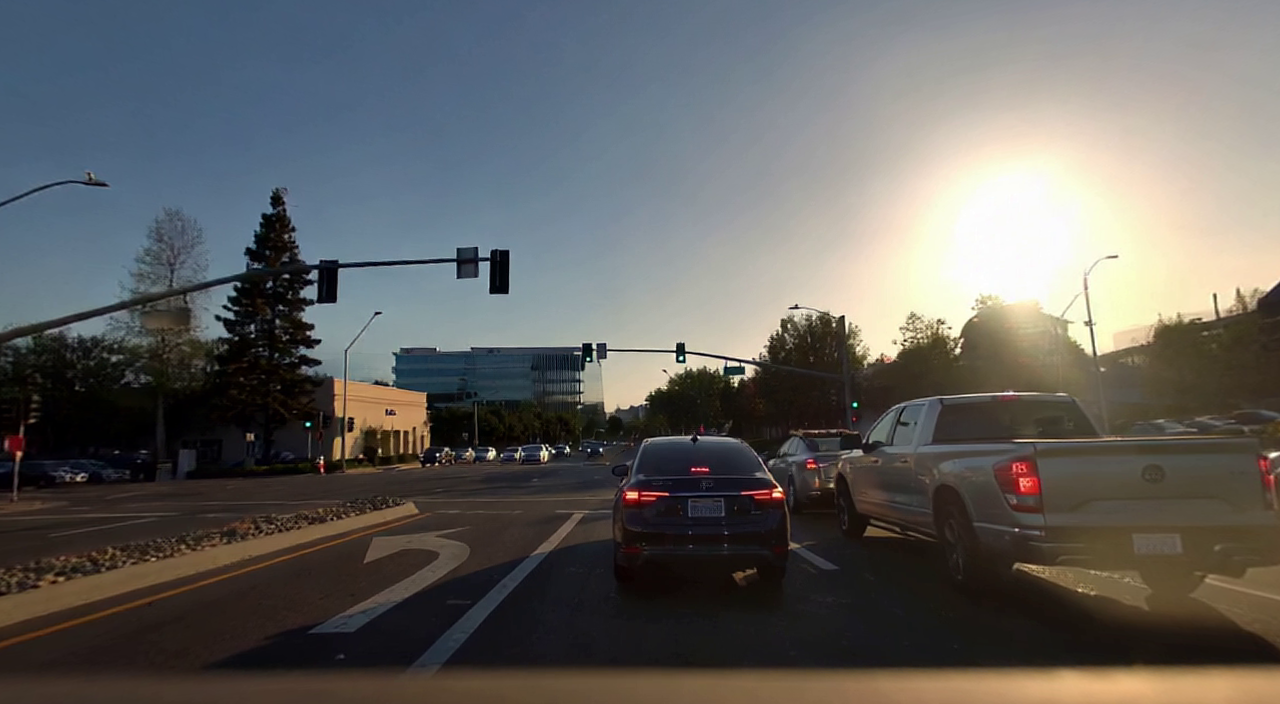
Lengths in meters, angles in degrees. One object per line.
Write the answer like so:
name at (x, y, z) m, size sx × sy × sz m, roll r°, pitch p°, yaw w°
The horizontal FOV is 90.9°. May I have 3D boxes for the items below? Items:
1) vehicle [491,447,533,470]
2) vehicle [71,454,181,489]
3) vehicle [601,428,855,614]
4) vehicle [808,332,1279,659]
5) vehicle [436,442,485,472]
vehicle at (-8.491, 7.088, 42.244) m, size 2.002 × 1.469 × 4.301 m, roll 0°, pitch -8°, yaw -1°
vehicle at (-29.095, 6.744, 35.750) m, size 4.789 × 1.828 × 2.025 m, roll -2°, pitch -9°, yaw 10°
vehicle at (0.620, 1.624, 6.978) m, size 2.038 × 1.447 × 3.756 m, roll 0°, pitch -8°, yaw -3°
vehicle at (3.793, 1.300, 6.834) m, size 2.358 × 2.116 × 5.328 m, roll 0°, pitch -8°, yaw -1°
vehicle at (-11.873, 6.957, 41.950) m, size 1.991 × 1.844 × 4.393 m, roll 0°, pitch -8°, yaw -1°
